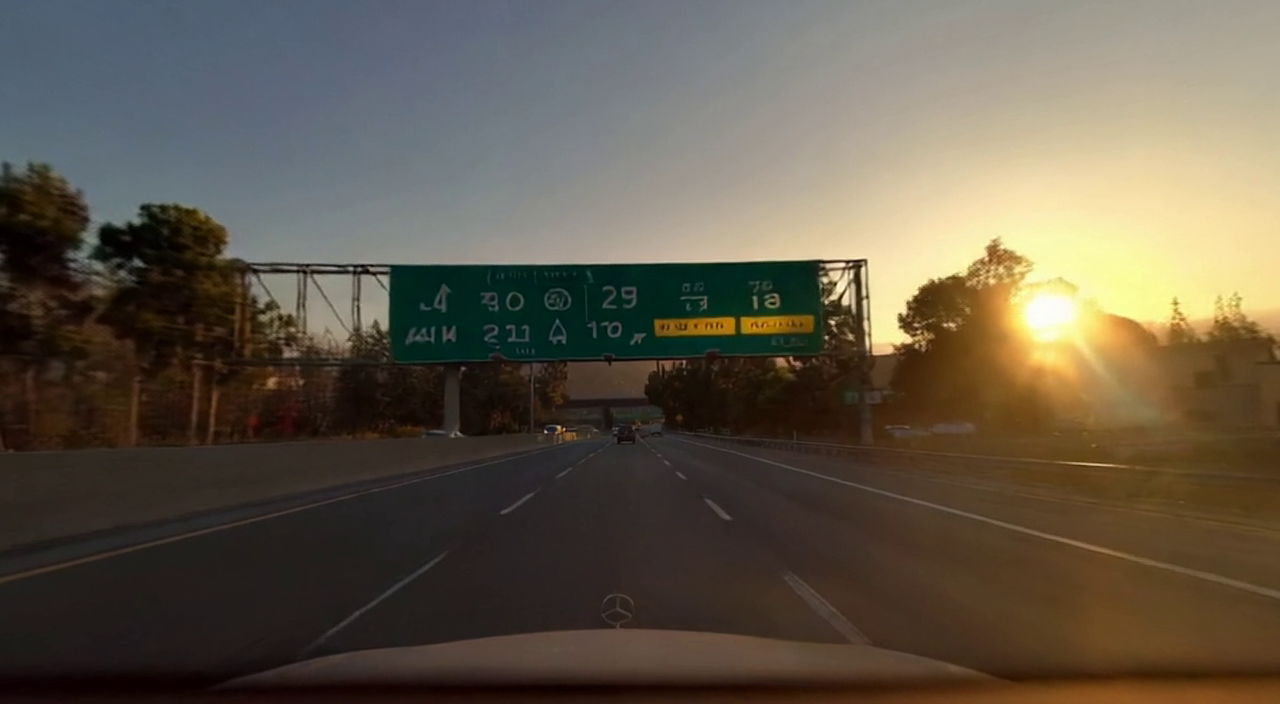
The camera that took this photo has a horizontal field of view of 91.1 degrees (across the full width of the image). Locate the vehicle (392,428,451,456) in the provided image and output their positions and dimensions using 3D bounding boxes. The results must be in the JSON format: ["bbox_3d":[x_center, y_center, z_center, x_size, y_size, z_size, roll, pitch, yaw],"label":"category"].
[{"bbox_3d":[-13.241,5.458,38.375,1.949,1.576,4.484,0,-7,0],"label":"vehicle"}]
